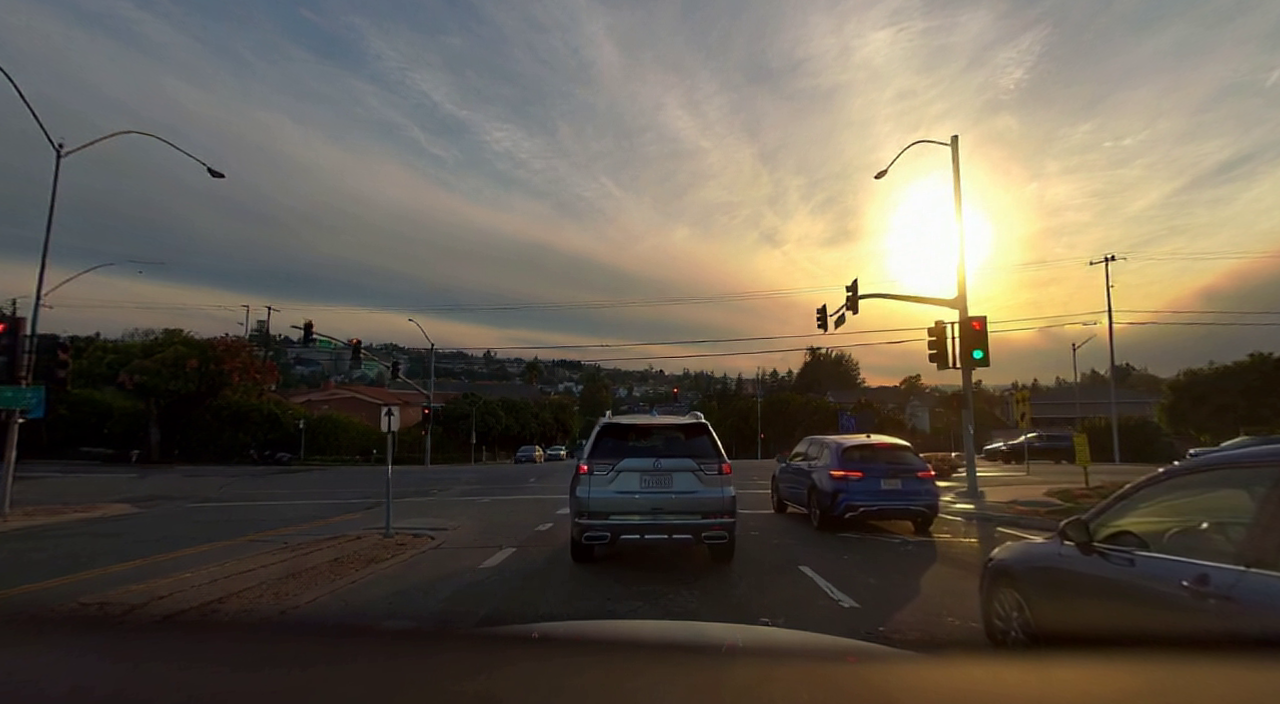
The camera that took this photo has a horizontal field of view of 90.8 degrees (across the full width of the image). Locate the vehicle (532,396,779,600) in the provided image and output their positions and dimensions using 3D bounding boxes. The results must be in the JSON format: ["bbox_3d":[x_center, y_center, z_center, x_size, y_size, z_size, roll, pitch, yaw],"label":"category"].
[{"bbox_3d":[0.125,1.620,7.898,2.170,1.793,4.468,0,-8,0],"label":"vehicle"}]

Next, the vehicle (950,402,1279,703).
[{"bbox_3d":[3.164,0.908,2.150,1.924,1.466,4.461,0,-8,0],"label":"vehicle"}]

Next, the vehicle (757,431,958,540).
[{"bbox_3d":[3.454,2.184,11.008,1.861,1.495,4.215,0,-8,-2],"label":"vehicle"}]
